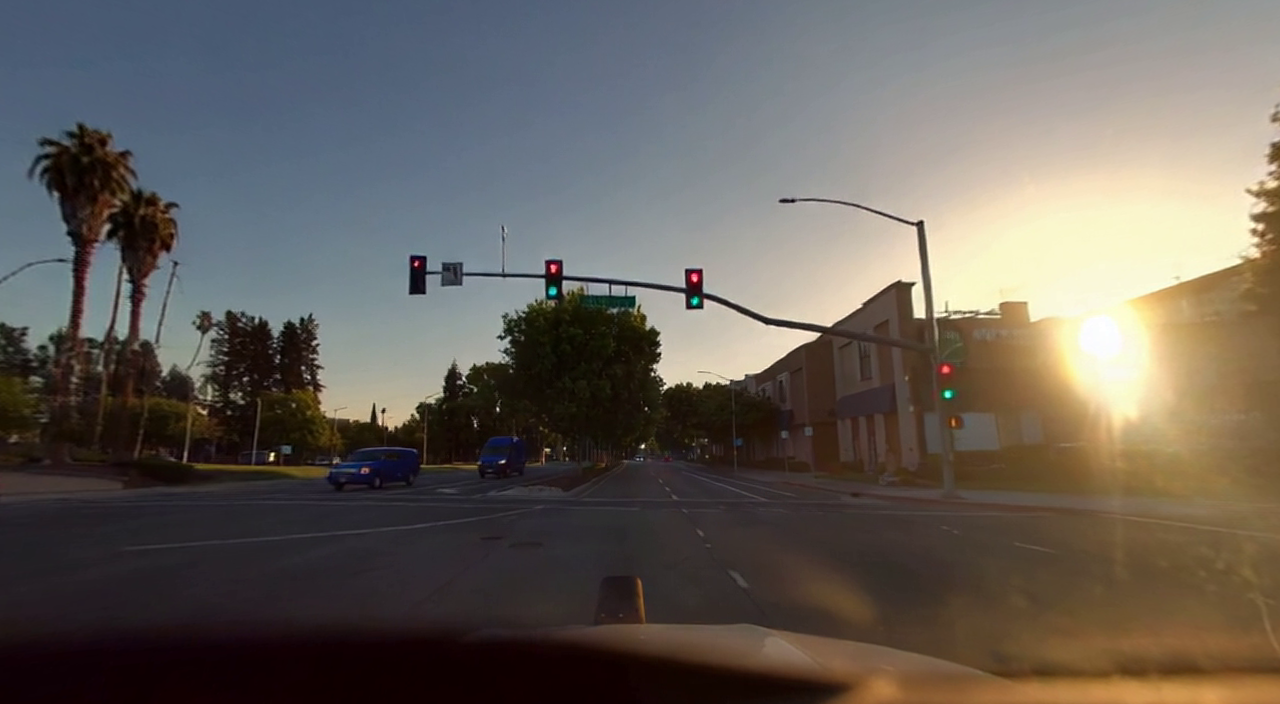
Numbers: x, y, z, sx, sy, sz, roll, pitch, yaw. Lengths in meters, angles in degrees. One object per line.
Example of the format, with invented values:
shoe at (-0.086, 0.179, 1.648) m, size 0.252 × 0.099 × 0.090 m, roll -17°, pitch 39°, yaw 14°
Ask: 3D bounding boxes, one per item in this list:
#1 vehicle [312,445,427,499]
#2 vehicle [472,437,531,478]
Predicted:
vehicle at (-9.354, 4.144, 22.346) m, size 2.074 × 1.681 × 4.417 m, roll 0°, pitch -9°, yaw 1°
vehicle at (-9.713, 7.465, 45.090) m, size 2.509 × 2.712 × 7.034 m, roll 0°, pitch -9°, yaw 1°
